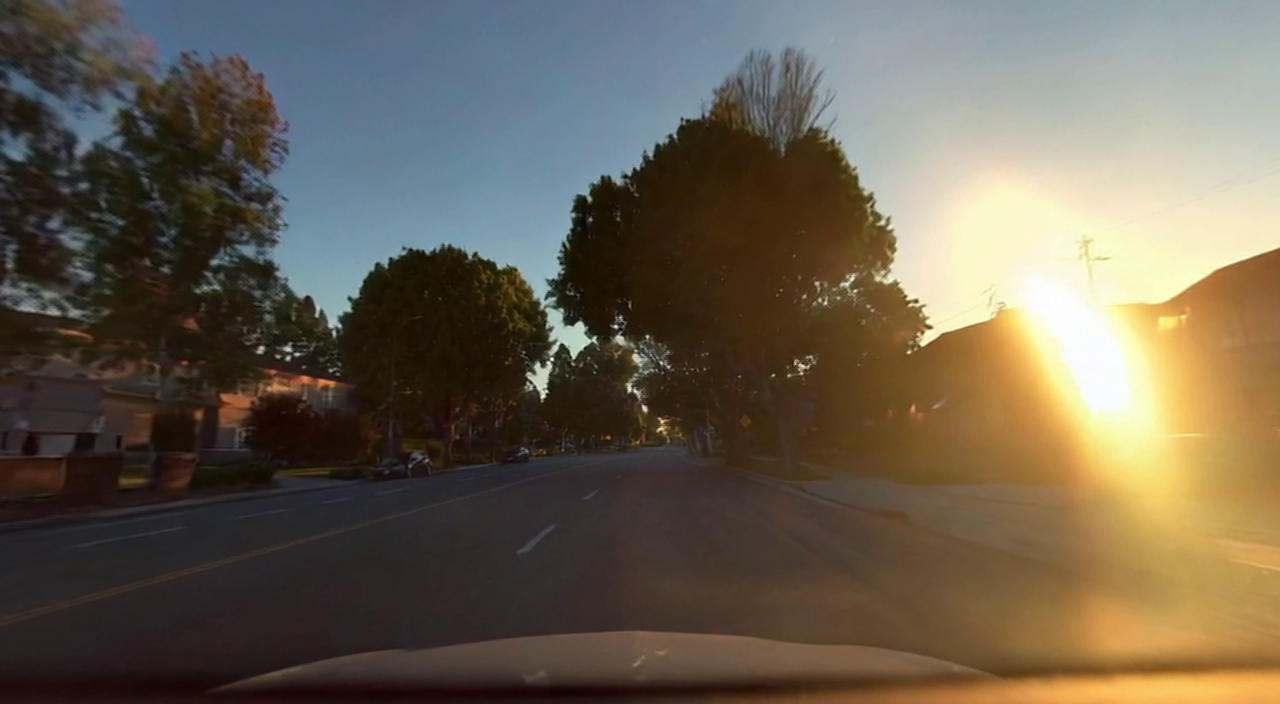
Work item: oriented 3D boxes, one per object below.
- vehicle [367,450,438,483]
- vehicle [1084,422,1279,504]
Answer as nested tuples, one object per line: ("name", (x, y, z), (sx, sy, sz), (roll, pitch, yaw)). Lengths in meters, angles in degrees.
("vehicle", (-12.540, 6.013, 33.590), (1.859, 1.496, 4.390), (-4, -9, 3))
("vehicle", (11.513, 2.098, 12.125), (4.455, 1.442, 1.837), (-1, -8, 4))
